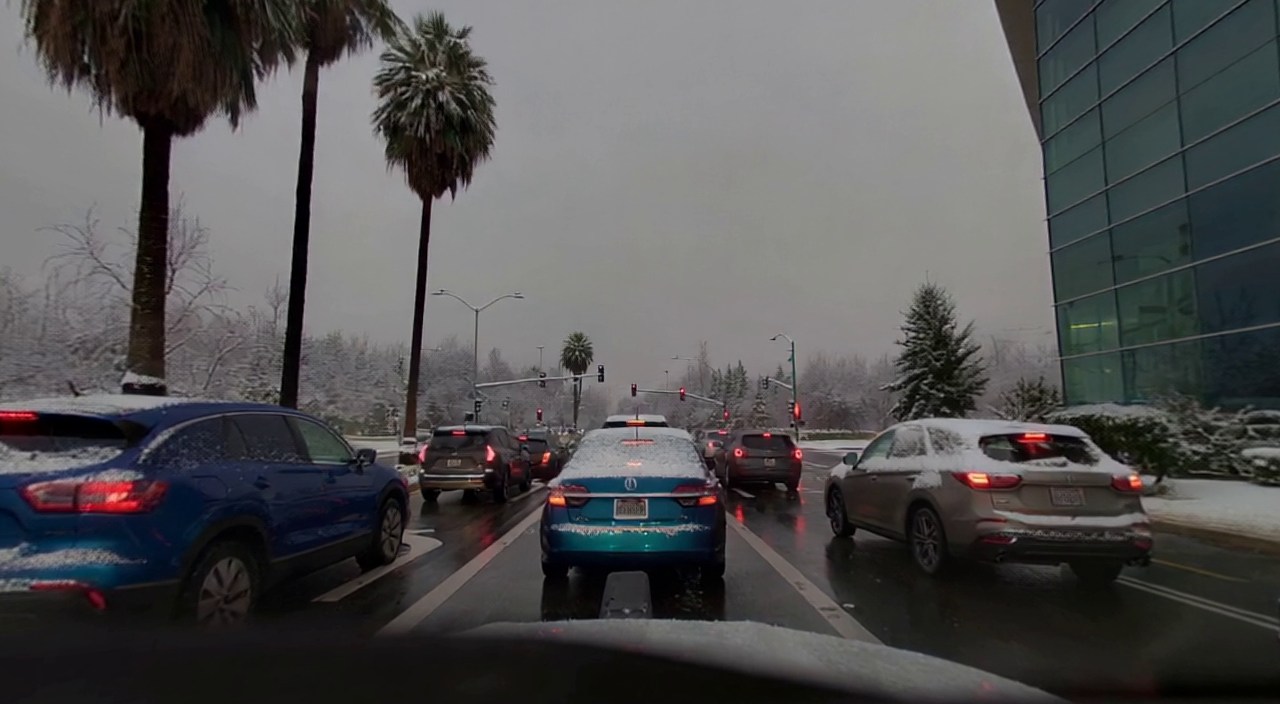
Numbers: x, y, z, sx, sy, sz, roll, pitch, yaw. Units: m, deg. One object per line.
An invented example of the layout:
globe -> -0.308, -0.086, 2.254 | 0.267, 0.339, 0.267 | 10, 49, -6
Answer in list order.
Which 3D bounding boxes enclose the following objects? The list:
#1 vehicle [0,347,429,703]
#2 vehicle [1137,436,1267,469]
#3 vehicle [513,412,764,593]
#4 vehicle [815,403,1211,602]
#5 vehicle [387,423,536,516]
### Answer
vehicle -> -3.540, 1.173, 5.356 | 2.014, 1.775, 4.404 | 0, -8, -1
vehicle -> 25.442, 4.548, 28.665 | 4.014, 1.417, 1.777 | -1, -8, 5
vehicle -> -0.056, 1.658, 7.813 | 2.219, 1.586, 4.321 | 0, -8, -1
vehicle -> 3.832, 1.618, 7.690 | 2.064, 1.696, 4.431 | 0, -8, -1
vehicle -> -3.472, 2.355, 13.074 | 1.917, 1.631, 3.768 | 0, -8, 1
